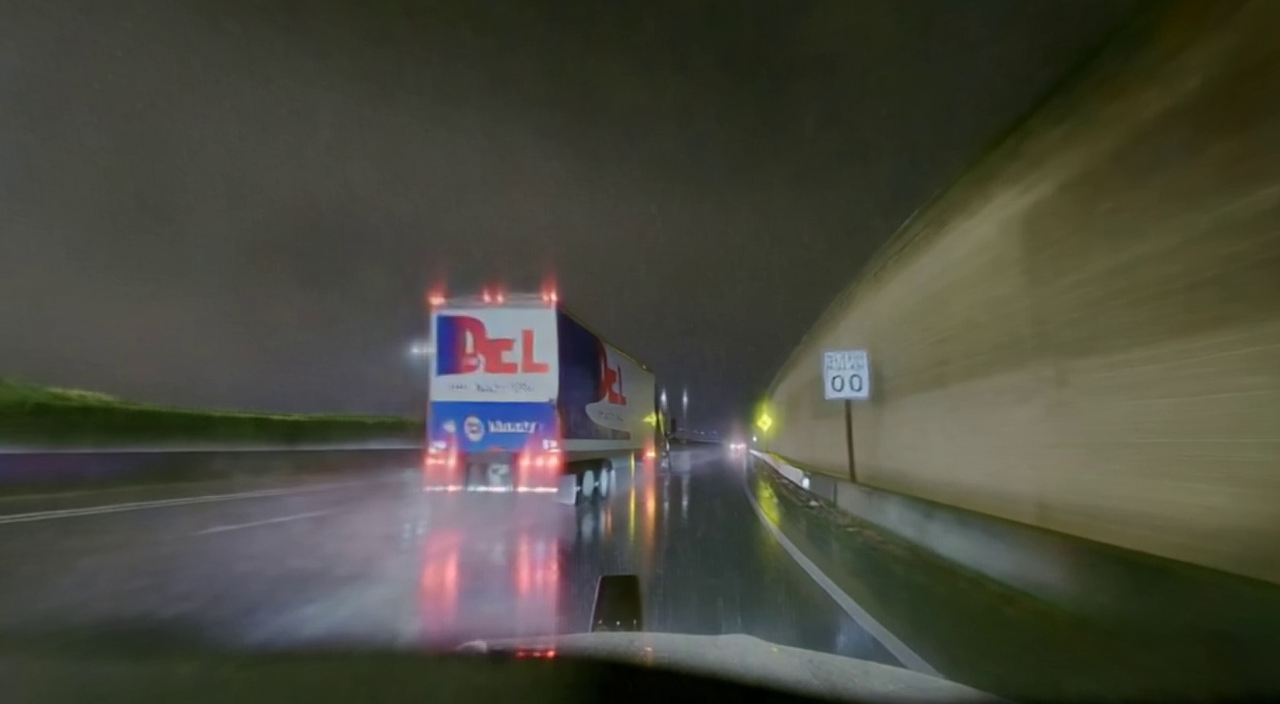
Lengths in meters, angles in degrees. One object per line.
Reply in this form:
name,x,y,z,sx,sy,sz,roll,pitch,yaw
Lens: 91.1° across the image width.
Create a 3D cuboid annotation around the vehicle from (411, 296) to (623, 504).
vehicle,-2.618,1.476,17.096,2.796,4.184,8.554,0,-7,9
